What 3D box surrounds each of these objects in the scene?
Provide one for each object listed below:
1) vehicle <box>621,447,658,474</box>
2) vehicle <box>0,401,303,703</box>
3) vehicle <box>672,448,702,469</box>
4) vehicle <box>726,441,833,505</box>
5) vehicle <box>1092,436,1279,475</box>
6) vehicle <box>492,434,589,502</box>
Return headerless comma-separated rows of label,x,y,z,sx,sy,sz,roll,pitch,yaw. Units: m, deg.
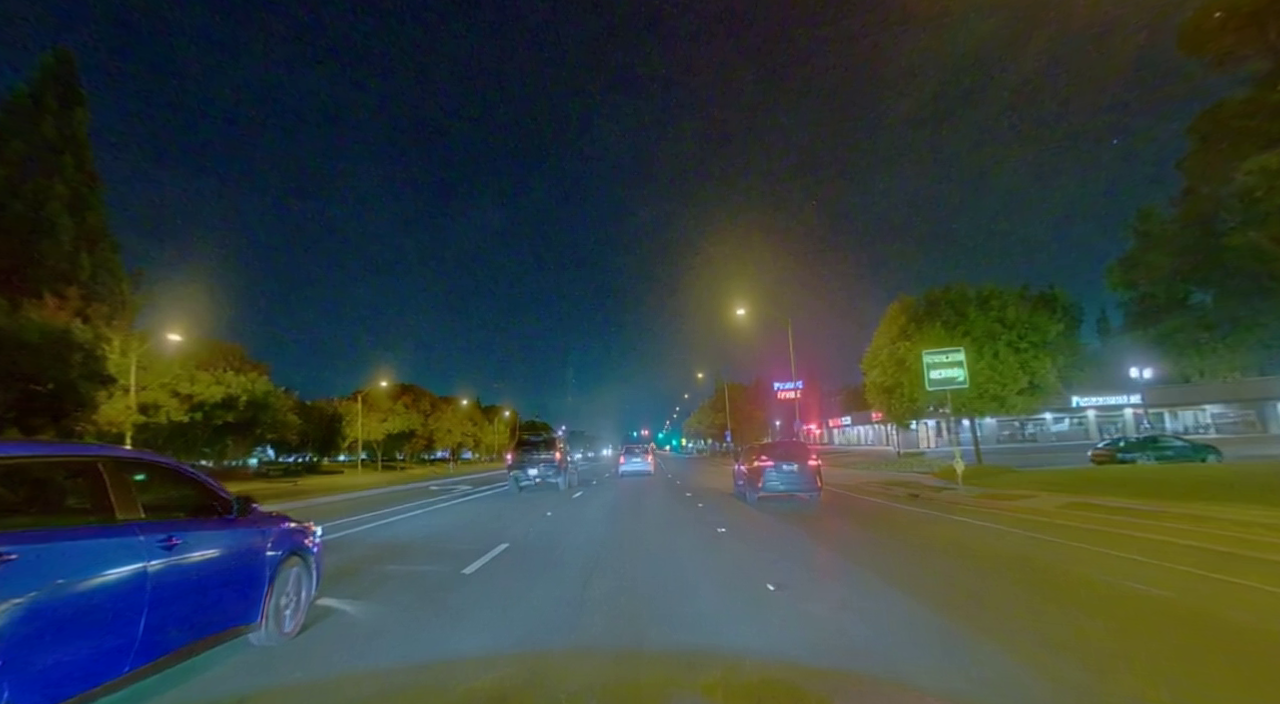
vehicle,-0.030,6.343,36.951,2.069,1.445,3.965,0,-8,0
vehicle,-2.933,0.782,1.179,1.956,1.460,4.802,0,-8,0
vehicle,3.595,8.186,48.742,1.986,1.494,4.142,0,-8,-1
vehicle,3.613,3.210,17.202,1.904,1.490,4.299,0,-8,-1
vehicle,19.797,3.792,23.067,4.938,1.368,1.842,-1,-9,4
vehicle,-2.874,3.477,19.347,2.193,1.788,4.603,0,-8,0
